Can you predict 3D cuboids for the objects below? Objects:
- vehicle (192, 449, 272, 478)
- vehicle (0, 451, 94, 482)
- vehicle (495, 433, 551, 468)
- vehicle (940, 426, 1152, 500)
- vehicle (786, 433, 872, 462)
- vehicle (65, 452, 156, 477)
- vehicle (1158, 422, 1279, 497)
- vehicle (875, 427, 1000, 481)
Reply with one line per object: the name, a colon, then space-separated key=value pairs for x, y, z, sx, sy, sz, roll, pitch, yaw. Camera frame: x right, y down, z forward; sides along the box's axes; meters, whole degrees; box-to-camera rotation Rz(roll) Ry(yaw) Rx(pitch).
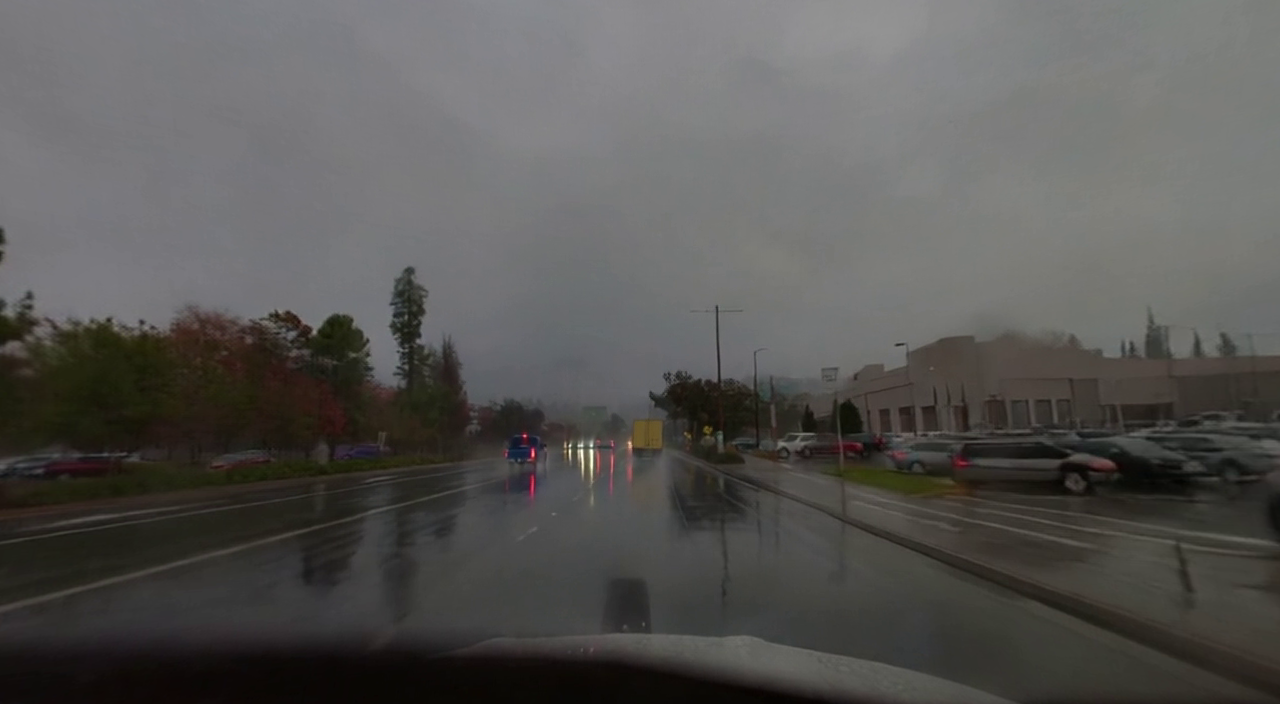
vehicle: x=-25.929 y=7.081 z=40.274 sx=1.918 sy=1.687 sz=4.653 roll=0 pitch=-8 yaw=1
vehicle: x=-33.460 y=6.318 z=34.849 sx=4.462 sy=1.613 sz=2.046 roll=0 pitch=-8 yaw=-1
vehicle: x=-6.783 y=5.753 z=37.034 sx=2.149 sy=1.893 sz=5.187 roll=0 pitch=-8 yaw=2
vehicle: x=9.491 y=2.632 z=15.360 sx=2.097 sy=1.497 sz=4.685 roll=0 pitch=-8 yaw=1
vehicle: x=11.528 y=5.843 z=38.694 sx=4.655 sy=1.688 sz=1.876 roll=0 pitch=-8 yaw=1
vehicle: x=-33.560 y=7.145 z=40.023 sx=4.071 sy=1.495 sz=1.741 roll=0 pitch=-8 yaw=-2
vehicle: x=14.857 y=2.492 z=14.789 sx=1.956 sy=1.591 sz=4.080 roll=0 pitch=-8 yaw=2
vehicle: x=9.526 y=3.316 z=20.631 sx=1.956 sy=1.551 sz=4.439 roll=0 pitch=-8 yaw=1
